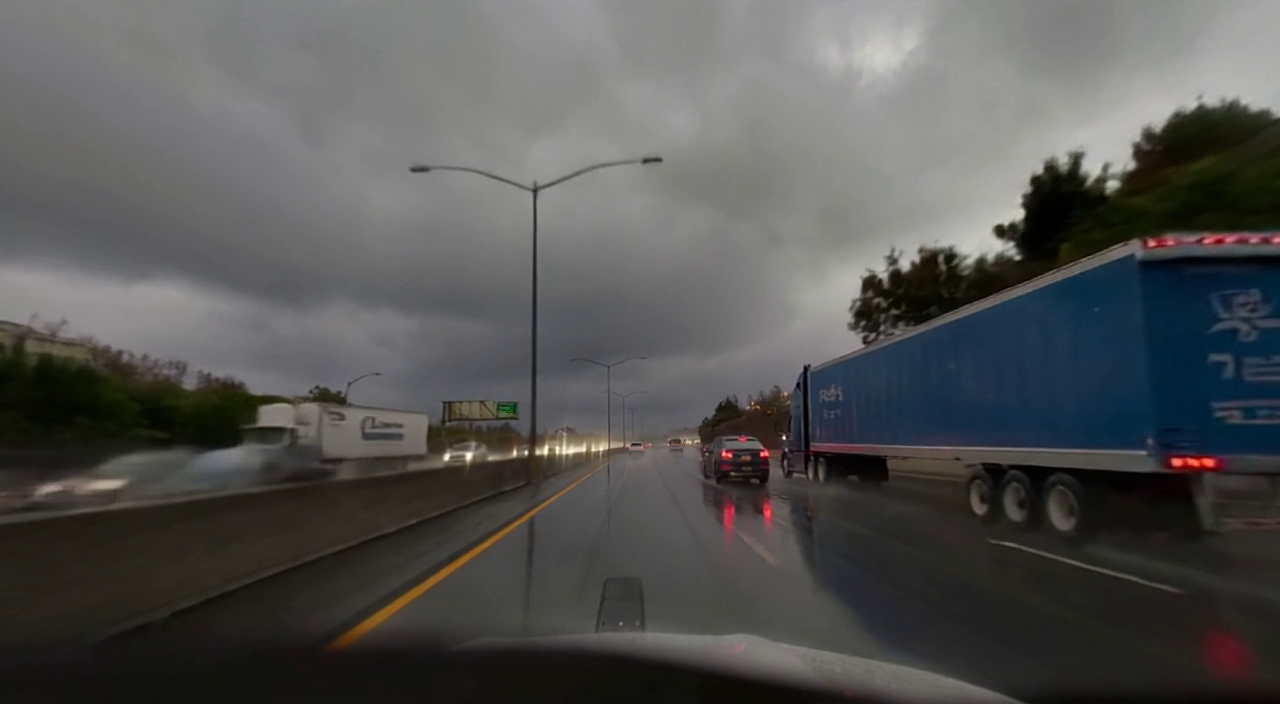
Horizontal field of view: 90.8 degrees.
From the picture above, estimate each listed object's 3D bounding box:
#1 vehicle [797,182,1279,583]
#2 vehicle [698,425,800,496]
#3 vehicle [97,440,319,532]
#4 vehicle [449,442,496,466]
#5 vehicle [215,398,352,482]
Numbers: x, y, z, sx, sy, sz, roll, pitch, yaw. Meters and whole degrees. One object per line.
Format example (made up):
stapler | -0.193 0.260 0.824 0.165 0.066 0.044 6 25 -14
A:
vehicle | 6.836 1.288 13.627 2.864 4.060 14.637 0 -8 -1
vehicle | 2.867 2.977 17.656 1.973 1.710 4.476 0 -8 -1
vehicle | -7.572 2.335 11.521 1.613 1.392 3.376 0 -8 1
vehicle | -10.980 6.727 41.707 1.943 1.468 4.227 0 -9 0
vehicle | -18.532 4.696 33.587 2.999 3.935 7.111 0 -8 0
